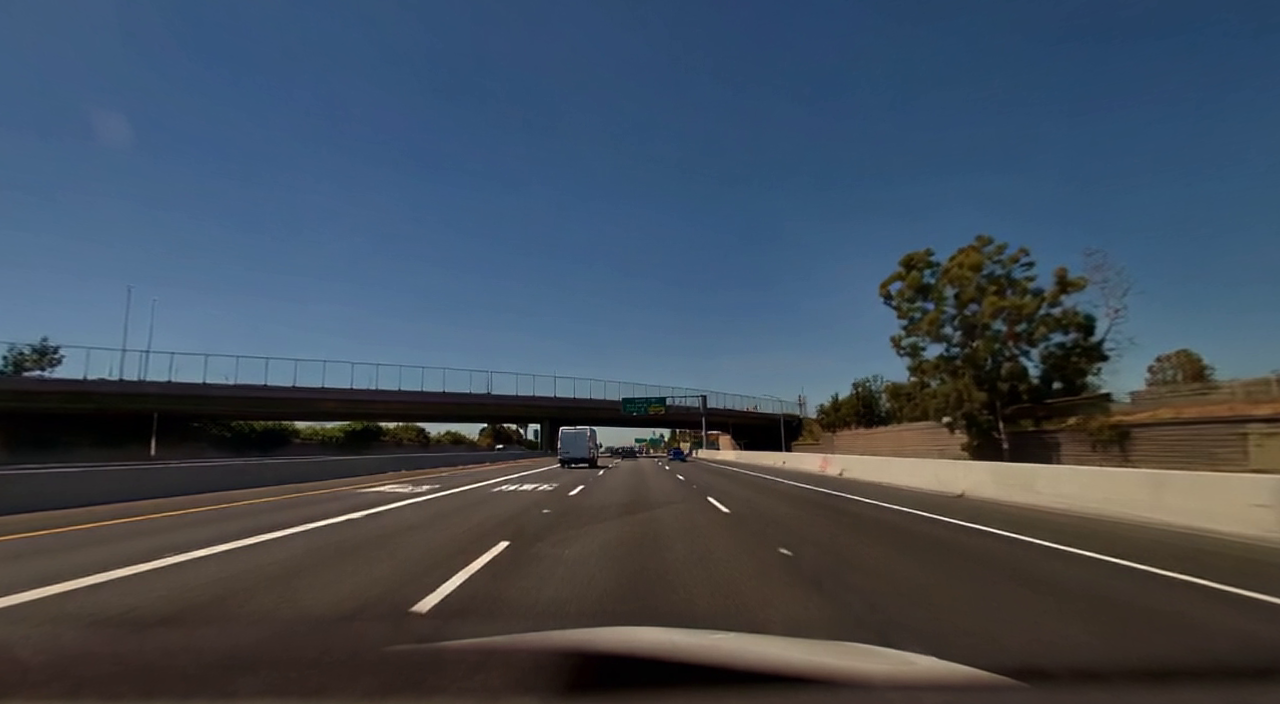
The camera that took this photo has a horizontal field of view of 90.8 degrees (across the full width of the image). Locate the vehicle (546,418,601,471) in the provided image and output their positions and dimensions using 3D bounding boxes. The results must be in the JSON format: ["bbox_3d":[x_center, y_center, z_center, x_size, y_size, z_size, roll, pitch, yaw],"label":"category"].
[{"bbox_3d":[-3.966,5.763,39.303,2.881,2.937,7.045,0,-9,-2],"label":"vehicle"}]
